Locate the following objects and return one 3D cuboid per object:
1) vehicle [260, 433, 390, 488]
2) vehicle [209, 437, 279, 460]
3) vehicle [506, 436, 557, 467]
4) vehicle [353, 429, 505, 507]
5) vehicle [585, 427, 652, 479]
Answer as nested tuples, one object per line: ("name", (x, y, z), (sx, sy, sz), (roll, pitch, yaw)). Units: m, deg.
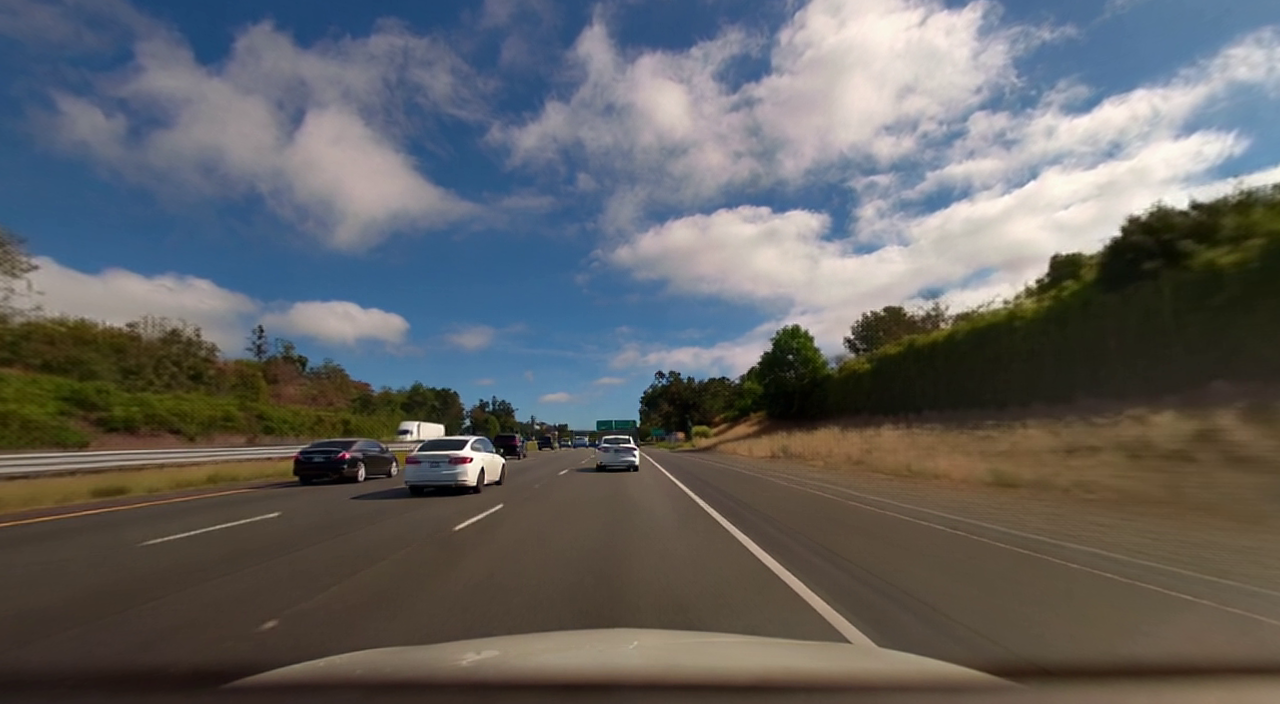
("vehicle", (-9.258, 3.187, 18.904), (1.850, 1.439, 3.932), (0, -8, 0))
("vehicle", (-25.953, 6.335, 41.421), (1.802, 1.434, 4.370), (0, -8, -1))
("vehicle", (-5.228, 4.835, 30.820), (1.835, 1.432, 3.835), (0, -8, 0))
("vehicle", (-4.518, 2.514, 14.269), (1.971, 1.464, 4.386), (0, -8, -1))
("vehicle", (-0.737, 3.554, 22.477), (2.178, 1.658, 3.916), (0, -8, -1))
